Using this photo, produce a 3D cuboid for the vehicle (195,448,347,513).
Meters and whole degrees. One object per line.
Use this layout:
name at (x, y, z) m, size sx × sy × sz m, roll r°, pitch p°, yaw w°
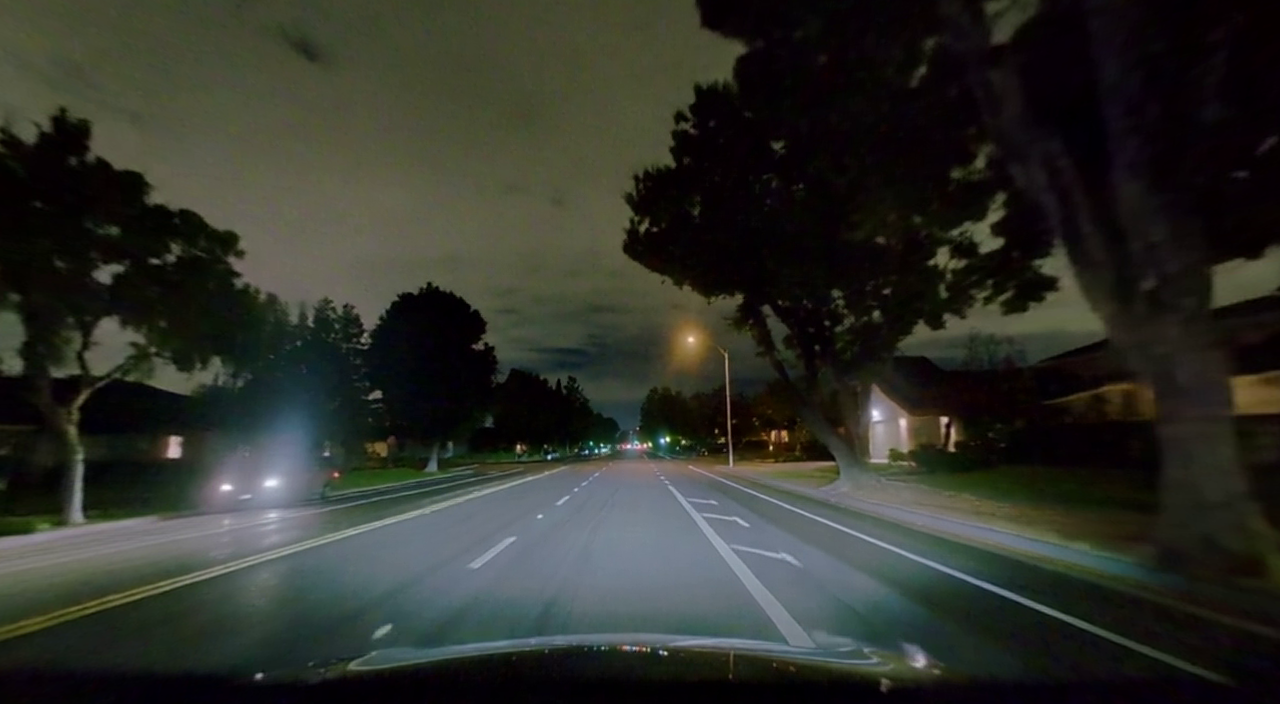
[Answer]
vehicle at (-11.544, 4.026, 20.226) m, size 2.047 × 1.710 × 4.473 m, roll -3°, pitch -9°, yaw 2°
